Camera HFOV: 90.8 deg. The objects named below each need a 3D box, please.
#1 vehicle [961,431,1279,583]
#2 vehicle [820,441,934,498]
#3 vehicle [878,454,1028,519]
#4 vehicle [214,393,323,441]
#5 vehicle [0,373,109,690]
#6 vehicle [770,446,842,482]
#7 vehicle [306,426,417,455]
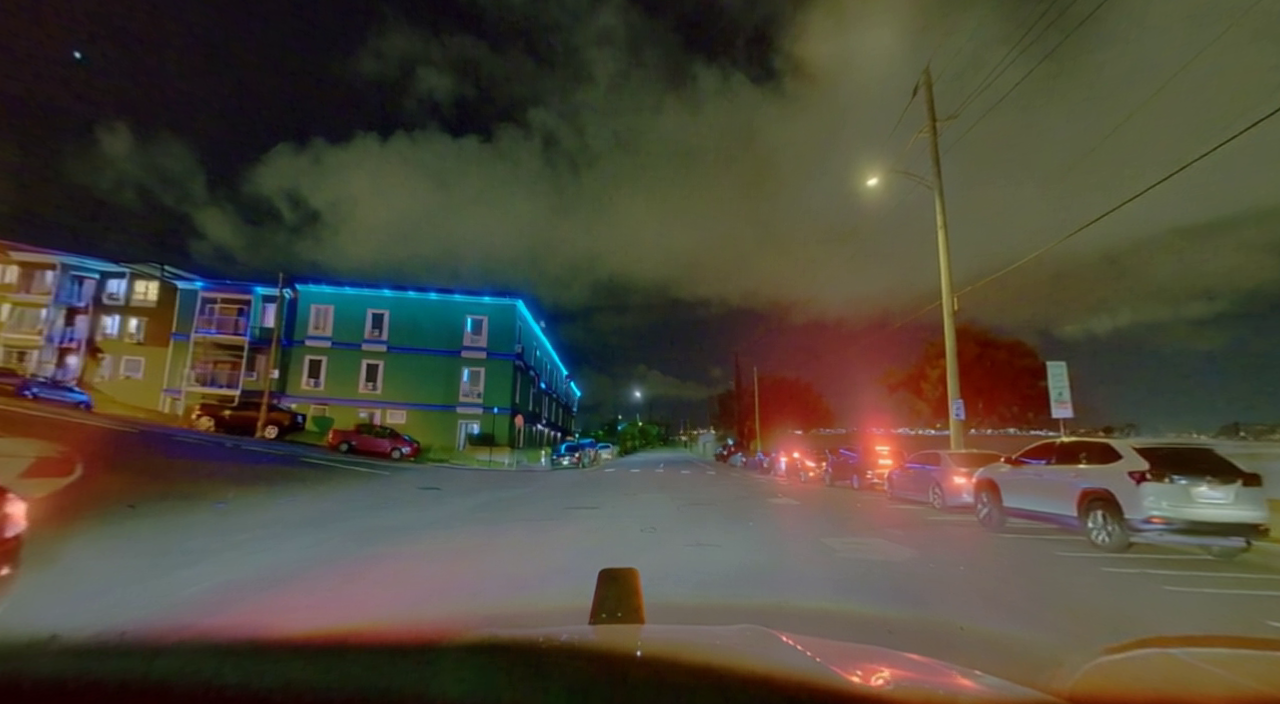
[{"bbox_3d":[7.512,2.220,10.142,2.181,1.792,5.066,0,-8,2],"label":"vehicle"},{"bbox_3d":[7.936,3.957,21.761,1.917,1.704,4.840,0,-8,-2],"label":"vehicle"},{"bbox_3d":[7.826,3.362,16.315,1.900,1.368,4.176,-1,-8,3],"label":"vehicle"},{"bbox_3d":[-18.698,3.289,31.818,4.598,1.645,2.019,7,-5,20],"label":"vehicle"},{"bbox_3d":[-4.401,0.692,1.438,2.285,1.712,5.200,1,-8,-7],"label":"vehicle"},{"bbox_3d":[7.877,5.368,30.559,2.122,1.554,4.777,0,-8,-1],"label":"vehicle"},{"bbox_3d":[-13.575,4.362,31.029,4.603,1.335,1.889,1,-8,-8],"label":"vehicle"}]
